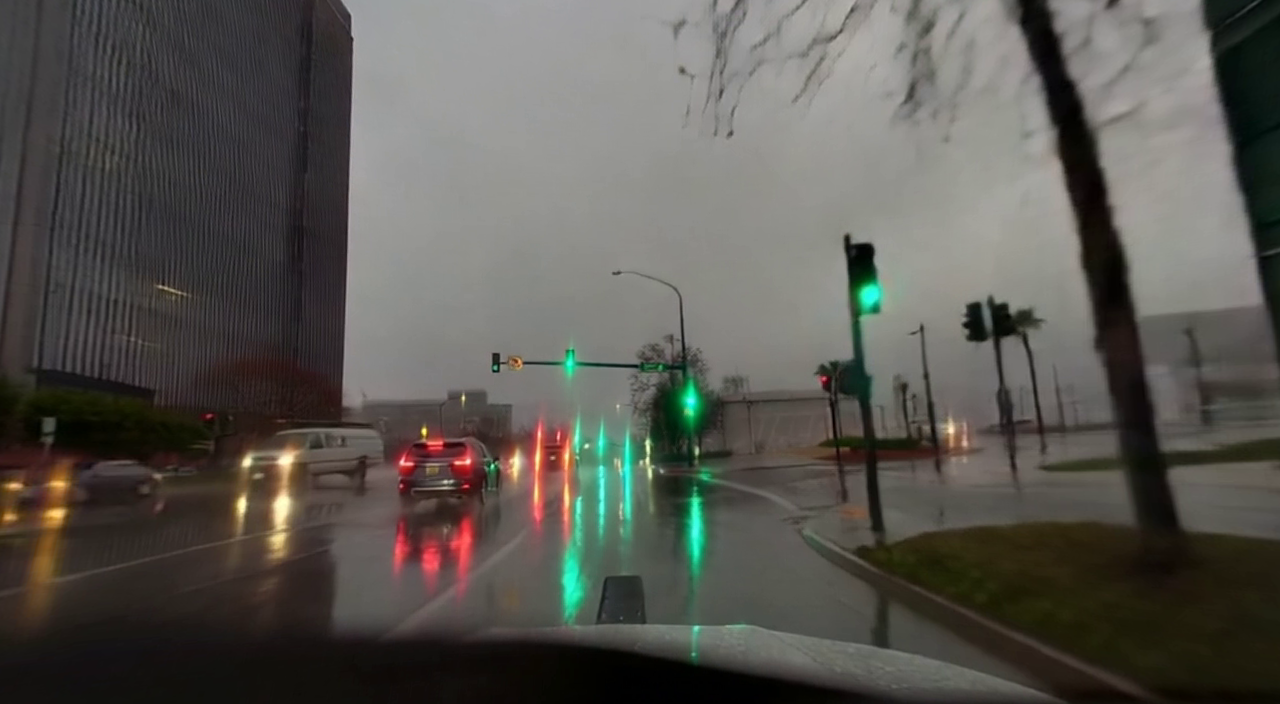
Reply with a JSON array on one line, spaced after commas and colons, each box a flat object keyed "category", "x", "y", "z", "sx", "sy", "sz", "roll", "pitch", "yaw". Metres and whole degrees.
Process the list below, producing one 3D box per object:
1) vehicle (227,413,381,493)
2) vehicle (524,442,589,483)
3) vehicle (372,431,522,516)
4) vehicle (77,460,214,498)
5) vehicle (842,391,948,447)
[{"category": "vehicle", "x": -16.996, "y": 5.273, "z": 32.832, "sx": 3.394, "sy": 3.584, "sz": 8.313, "roll": 0, "pitch": -9, "yaw": 0}, {"category": "vehicle", "x": -4.053, "y": 5.465, "z": 31.457, "sx": 2.384, "sy": 1.849, "sz": 5.009, "roll": 0, "pitch": -9, "yaw": 2}, {"category": "vehicle", "x": -4.465, "y": 2.912, "z": 15.471, "sx": 2.169, "sy": 1.741, "sz": 4.588, "roll": 0, "pitch": -9, "yaw": 1}, {"category": "vehicle", "x": -23.615, "y": 6.053, "z": 30.307, "sx": 2.103, "sy": 1.590, "sz": 4.613, "roll": -4, "pitch": -10, "yaw": 24}, {"category": "vehicle", "x": 15.113, "y": 4.101, "z": 37.734, "sx": 4.005, "sy": 2.827, "sz": 4.538, "roll": 4, "pitch": -11, "yaw": -11}]
